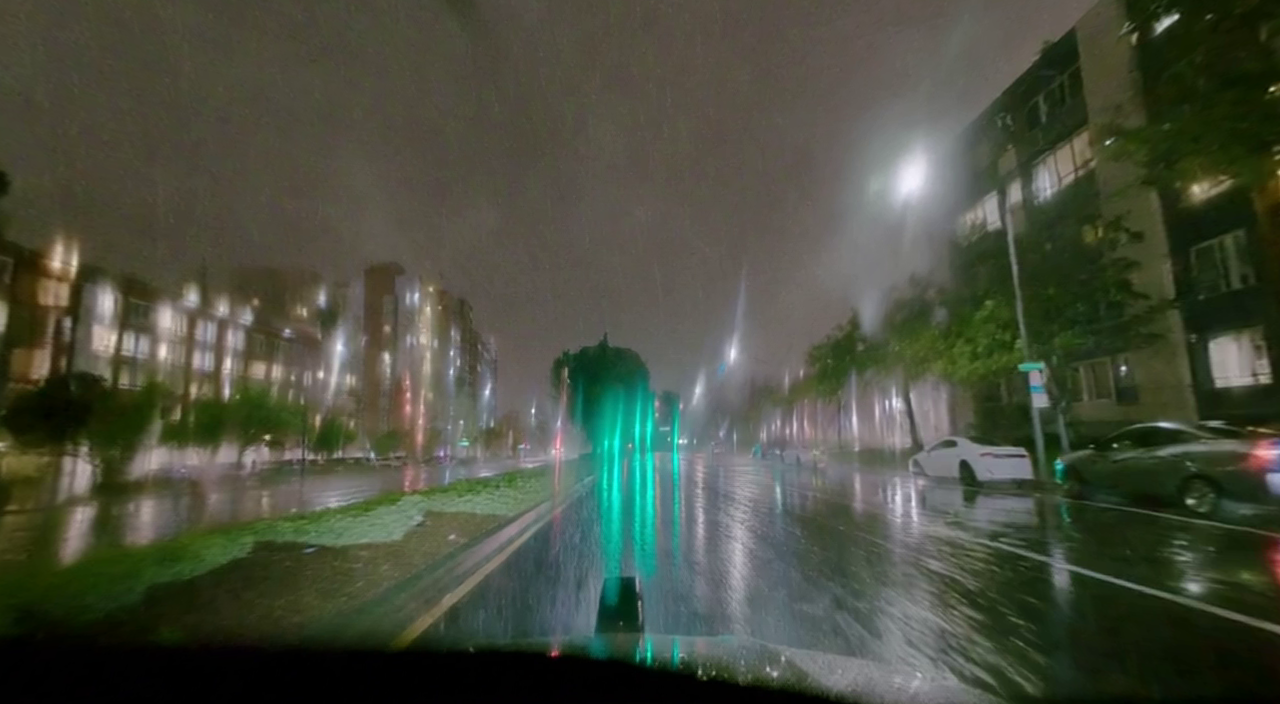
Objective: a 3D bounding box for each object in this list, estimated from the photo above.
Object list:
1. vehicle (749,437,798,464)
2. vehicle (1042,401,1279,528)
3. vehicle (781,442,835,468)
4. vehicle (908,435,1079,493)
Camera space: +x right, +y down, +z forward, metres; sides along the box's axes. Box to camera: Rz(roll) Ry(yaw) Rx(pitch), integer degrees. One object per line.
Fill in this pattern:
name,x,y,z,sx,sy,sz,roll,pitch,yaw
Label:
vehicle,9.664,7.169,46.210,2.272,1.843,4.913,1,-9,-3
vehicle,10.208,2.018,11.771,2.064,1.827,5.201,0,-9,1
vehicle,9.953,6.118,37.750,1.964,1.477,4.459,0,-9,0
vehicle,10.115,3.235,18.690,2.011,1.466,4.989,0,-9,-3
